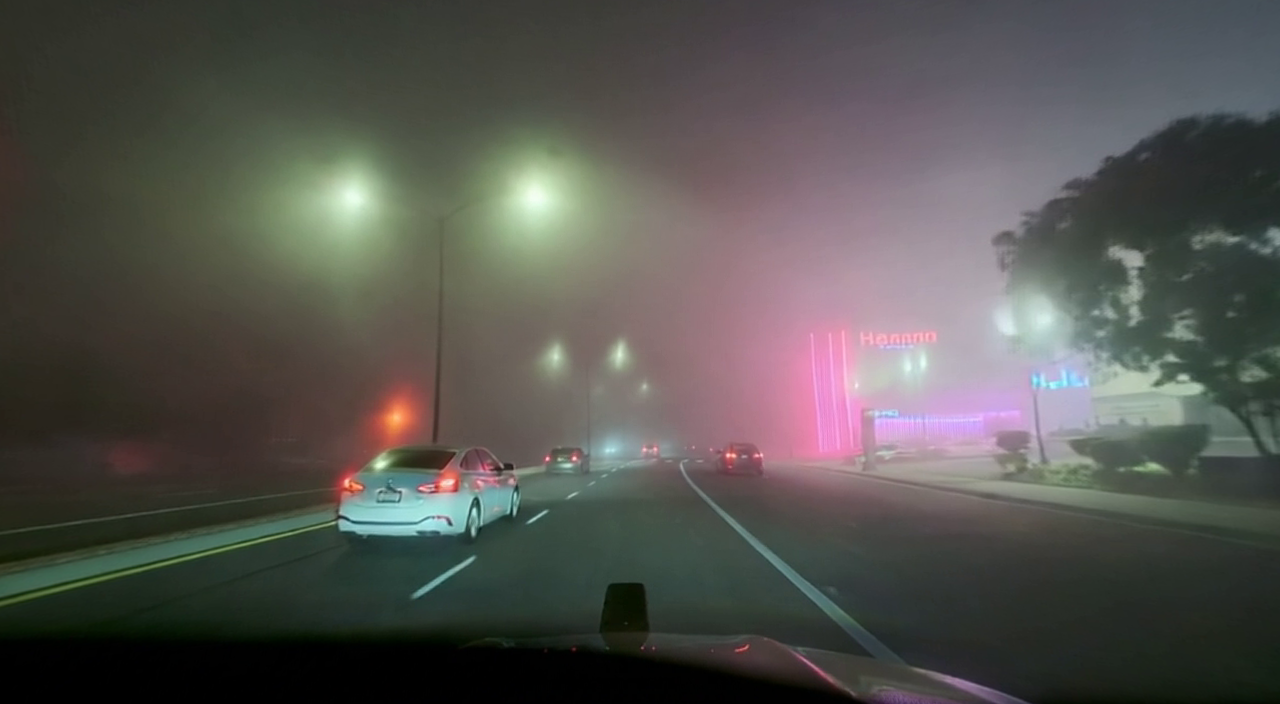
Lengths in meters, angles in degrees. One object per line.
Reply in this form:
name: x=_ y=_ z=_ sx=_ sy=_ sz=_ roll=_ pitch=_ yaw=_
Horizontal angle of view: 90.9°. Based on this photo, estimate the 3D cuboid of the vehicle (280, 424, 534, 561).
vehicle: x=-3.084 y=1.969 z=9.595 sx=2.118 sy=1.568 sz=4.436 roll=0 pitch=-8 yaw=1

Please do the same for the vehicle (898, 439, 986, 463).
vehicle: x=19.231 y=6.333 z=40.260 sx=4.502 sy=1.454 sz=2.129 roll=0 pitch=-9 yaw=0

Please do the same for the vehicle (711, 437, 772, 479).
vehicle: x=4.503 y=4.771 z=28.629 sx=2.103 sy=1.699 sz=4.171 roll=0 pitch=-8 yaw=0

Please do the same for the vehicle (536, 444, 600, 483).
vehicle: x=-2.859 y=4.534 z=26.034 sx=1.980 sy=1.454 sz=4.226 roll=-1 pitch=-8 yaw=2
